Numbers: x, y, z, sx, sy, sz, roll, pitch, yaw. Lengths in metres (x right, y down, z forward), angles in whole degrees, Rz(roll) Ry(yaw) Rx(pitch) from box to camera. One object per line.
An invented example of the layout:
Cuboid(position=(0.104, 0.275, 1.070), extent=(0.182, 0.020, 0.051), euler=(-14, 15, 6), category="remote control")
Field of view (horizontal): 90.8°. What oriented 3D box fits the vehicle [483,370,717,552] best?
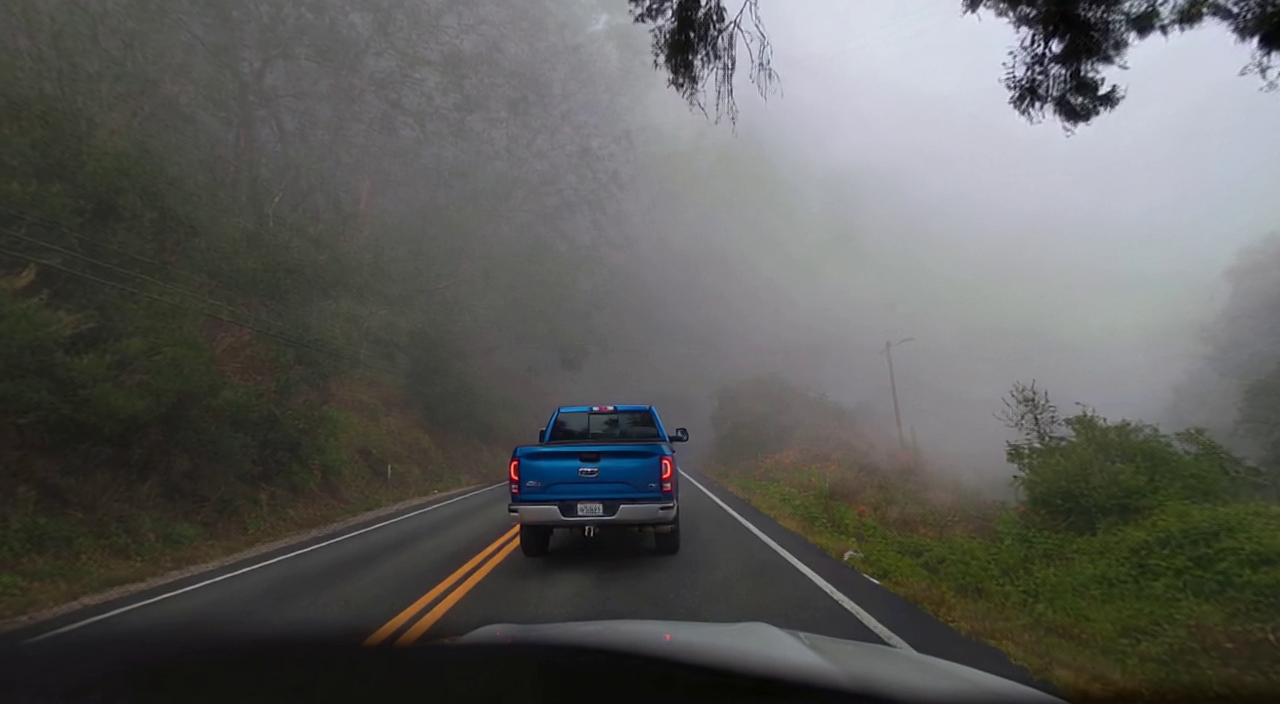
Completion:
Cuboid(position=(-0.528, 1.762, 10.747), extent=(2.837, 2.223, 5.885), euler=(0, -8, -1), category="vehicle")
